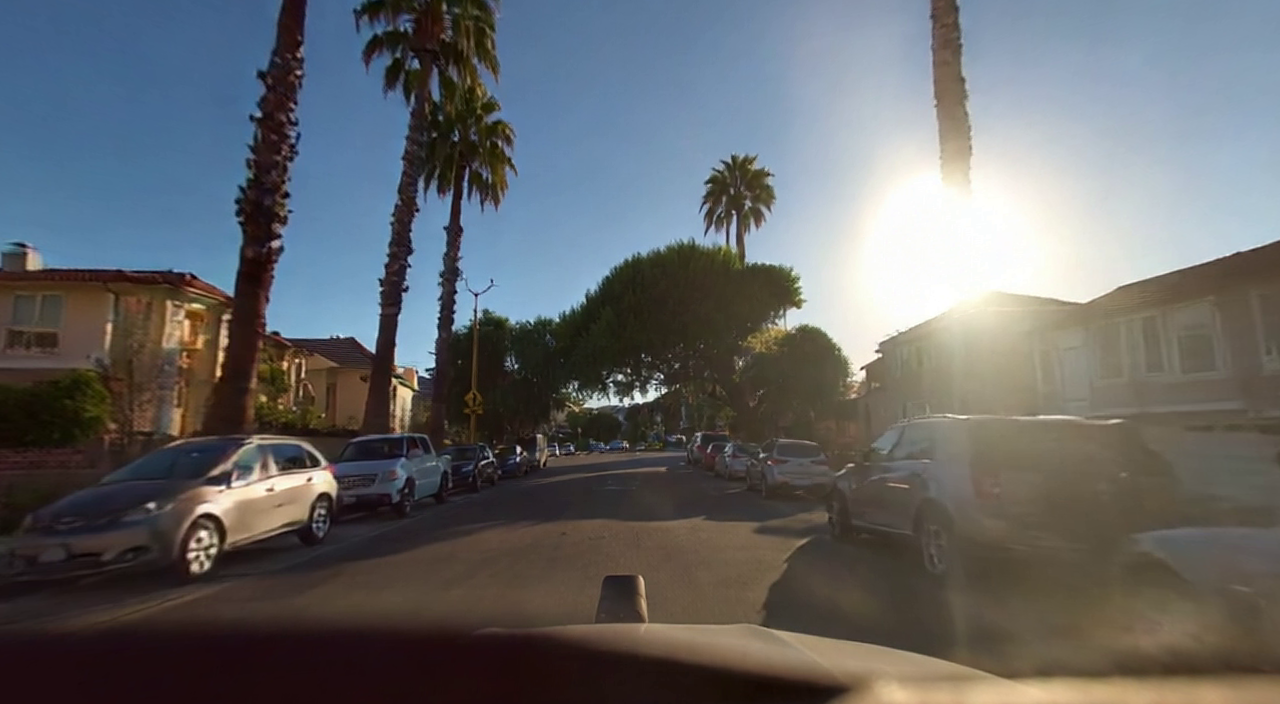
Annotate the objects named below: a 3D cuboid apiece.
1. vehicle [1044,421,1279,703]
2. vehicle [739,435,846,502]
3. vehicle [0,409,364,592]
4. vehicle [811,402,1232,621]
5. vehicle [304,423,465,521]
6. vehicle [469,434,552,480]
[{"bbox_3d":[4.040,0.973,2.229,1.870,1.506,4.897,0,-8,-2],"label":"vehicle"},{"bbox_3d":[4.152,3.216,17.930,1.998,1.649,4.175,0,-8,0],"label":"vehicle"},{"bbox_3d":[-5.650,1.800,8.567,1.947,1.803,4.381,0,-8,-2],"label":"vehicle"},{"bbox_3d":[3.858,1.681,7.717,2.116,1.817,4.652,0,-8,-1],"label":"vehicle"},{"bbox_3d":[-5.624,2.682,14.713,1.963,1.859,4.884,0,-8,-4],"label":"vehicle"},{"bbox_3d":[-5.521,4.583,27.976,2.316,1.808,5.876,0,-8,1],"label":"vehicle"}]
